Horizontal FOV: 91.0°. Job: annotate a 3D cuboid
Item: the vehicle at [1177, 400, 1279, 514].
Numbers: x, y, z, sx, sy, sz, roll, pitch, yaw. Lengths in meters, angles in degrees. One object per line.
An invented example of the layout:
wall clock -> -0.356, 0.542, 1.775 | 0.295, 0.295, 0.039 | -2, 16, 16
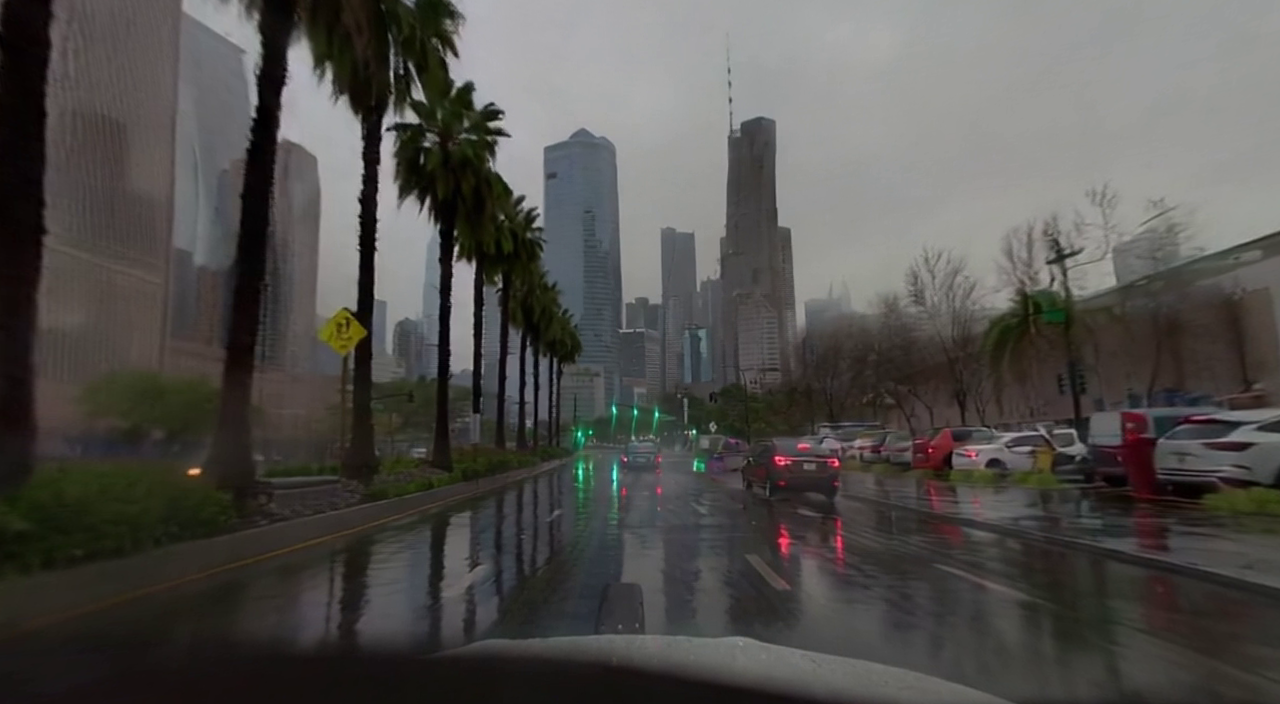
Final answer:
vehicle -> 12.791, 1.794, 10.841 | 4.927, 1.820, 2.396 | 1, -8, -3

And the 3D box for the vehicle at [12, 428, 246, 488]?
vehicle -> -30.584, 6.453, 39.182 | 3.081, 3.048, 13.223 | 0, -8, 3

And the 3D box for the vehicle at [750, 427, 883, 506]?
vehicle -> 4.408, 2.950, 16.669 | 2.136, 1.774, 4.778 | 0, -8, 0

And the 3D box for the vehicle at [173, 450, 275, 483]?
vehicle -> -23.199, 6.375, 35.418 | 2.075, 1.645, 5.270 | 0, -8, 1

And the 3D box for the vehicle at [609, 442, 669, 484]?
vehicle -> -0.038, 4.403, 25.258 | 2.235, 1.528, 3.876 | 0, -8, 0
